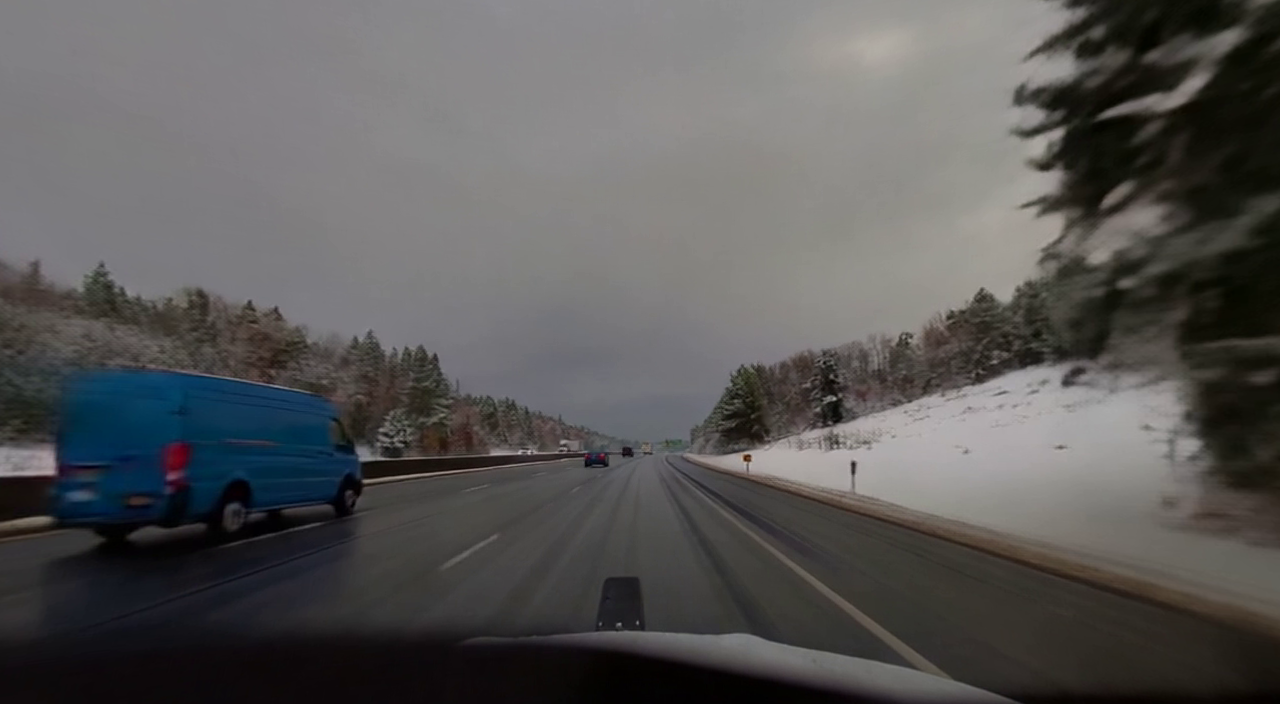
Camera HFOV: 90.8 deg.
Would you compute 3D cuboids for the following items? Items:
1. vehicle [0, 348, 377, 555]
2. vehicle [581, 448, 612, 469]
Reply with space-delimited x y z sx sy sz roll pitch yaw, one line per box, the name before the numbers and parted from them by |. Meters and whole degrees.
vehicle | -7.029 1.648 10.639 2.449 2.471 6.130 0 -9 0
vehicle | -3.012 7.545 44.860 1.858 1.459 4.091 0 -9 1
